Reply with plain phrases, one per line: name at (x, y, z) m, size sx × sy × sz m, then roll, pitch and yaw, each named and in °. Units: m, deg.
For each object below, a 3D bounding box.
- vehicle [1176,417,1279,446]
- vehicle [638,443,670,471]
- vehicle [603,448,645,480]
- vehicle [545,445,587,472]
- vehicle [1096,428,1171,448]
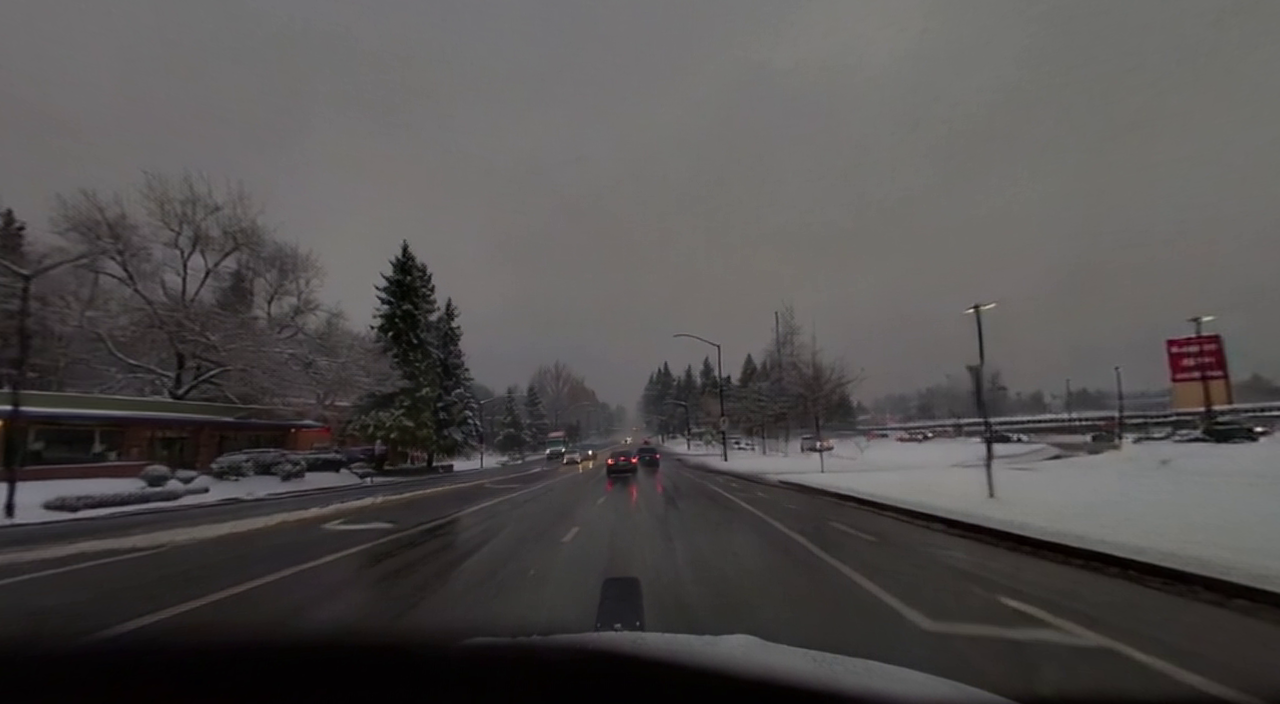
vehicle at (42.116, 5.648, 45.225) m, size 2.123 × 1.852 × 5.401 m, roll 0°, pitch -6°, yaw -12°
vehicle at (0.911, 7.146, 43.384) m, size 2.046 × 1.768 × 4.370 m, roll -1°, pitch -8°, yaw 0°
vehicle at (-0.754, 5.407, 30.809) m, size 1.917 × 1.418 × 3.987 m, roll 0°, pitch -8°, yaw -1°
vehicle at (-5.523, 8.004, 47.946) m, size 2.298 × 1.905 × 5.777 m, roll -1°, pitch -8°, yaw 1°
vehicle at (38.353, 6.732, 49.219) m, size 1.810 × 1.442 × 4.420 m, roll 1°, pitch -9°, yaw -11°
